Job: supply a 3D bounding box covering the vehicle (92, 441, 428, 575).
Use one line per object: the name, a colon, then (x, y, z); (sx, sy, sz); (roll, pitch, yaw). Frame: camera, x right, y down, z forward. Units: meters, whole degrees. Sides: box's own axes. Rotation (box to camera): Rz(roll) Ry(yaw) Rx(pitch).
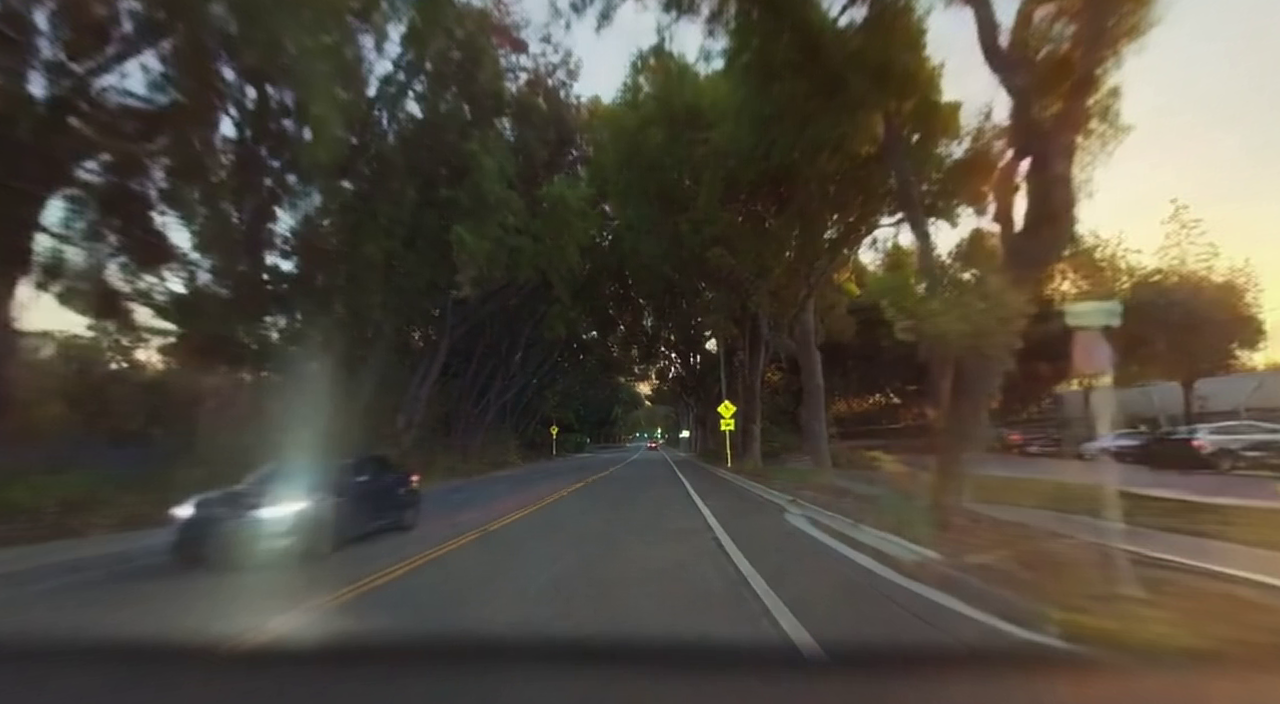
vehicle: (-4.657, 1.919, 8.597); (1.923, 1.366, 3.965); (-1, -8, 4)
